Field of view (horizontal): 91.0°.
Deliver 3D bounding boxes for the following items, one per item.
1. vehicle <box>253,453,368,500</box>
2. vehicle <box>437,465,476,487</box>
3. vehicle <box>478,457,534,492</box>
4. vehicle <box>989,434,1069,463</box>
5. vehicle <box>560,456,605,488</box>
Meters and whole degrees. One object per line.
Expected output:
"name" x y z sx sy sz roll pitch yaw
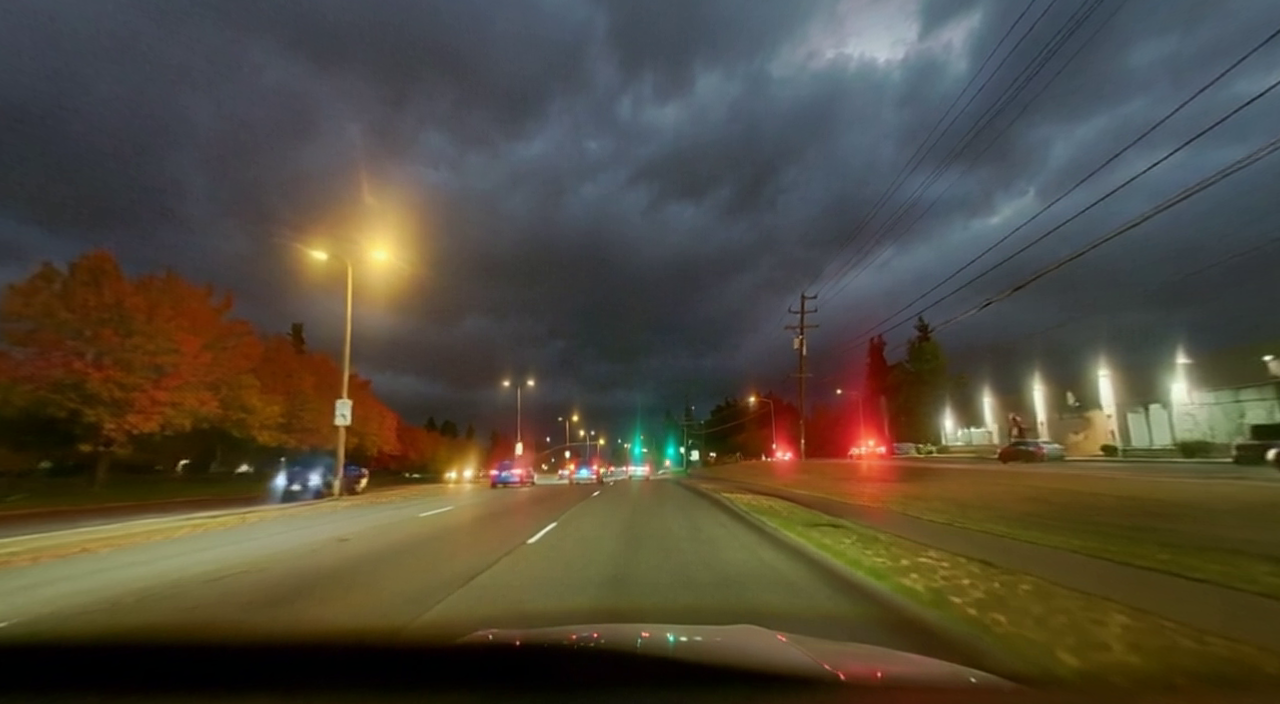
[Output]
"vehicle" -15.570 5.875 30.294 2.276 1.956 5.850 0 -9 1
"vehicle" -14.259 9.629 49.223 1.909 1.502 4.355 1 -9 -3
"vehicle" -7.036 6.450 33.445 1.932 1.596 4.247 0 -9 1
"vehicle" 22.109 5.544 36.058 1.884 1.532 4.745 0 -9 5
"vehicle" -3.271 6.950 36.730 2.085 1.663 4.513 0 -9 2
